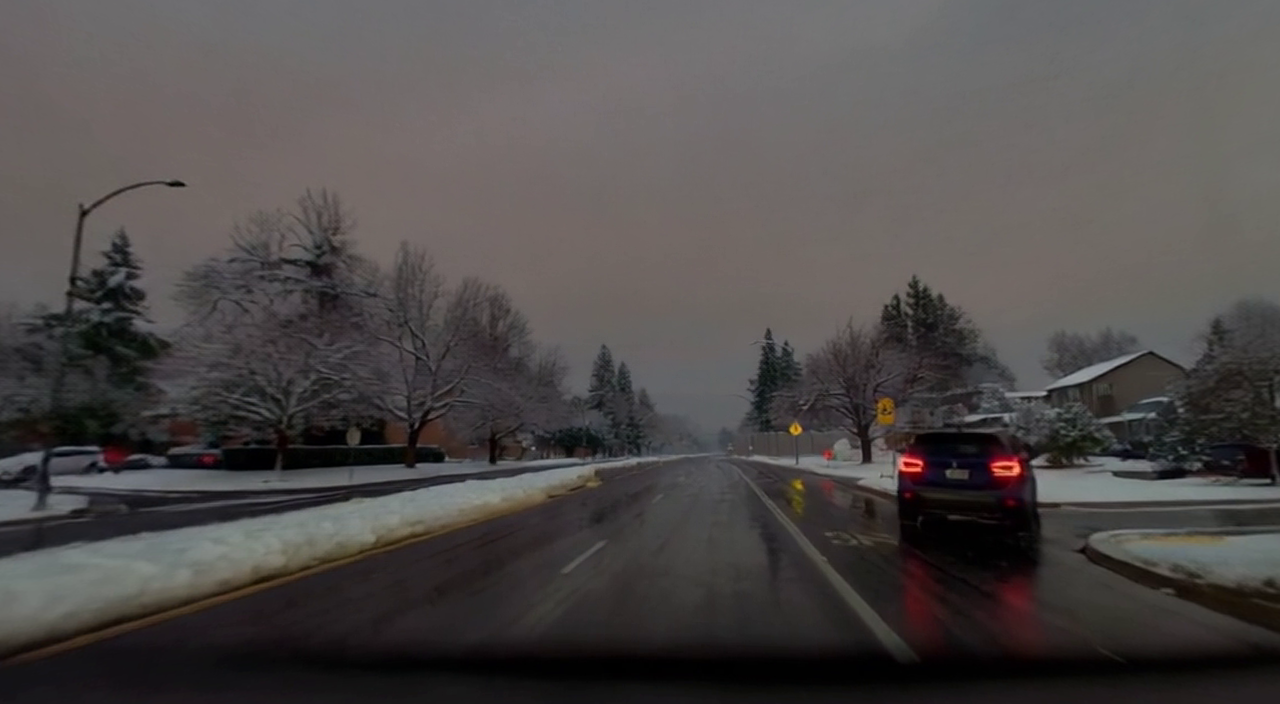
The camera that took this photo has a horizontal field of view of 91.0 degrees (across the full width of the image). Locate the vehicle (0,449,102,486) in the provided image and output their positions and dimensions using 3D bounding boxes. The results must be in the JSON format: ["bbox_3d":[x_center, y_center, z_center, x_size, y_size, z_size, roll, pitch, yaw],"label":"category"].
[{"bbox_3d":[-32.765,6.288,34.760,1.918,1.796,4.703,0,-8,0],"label":"vehicle"}]

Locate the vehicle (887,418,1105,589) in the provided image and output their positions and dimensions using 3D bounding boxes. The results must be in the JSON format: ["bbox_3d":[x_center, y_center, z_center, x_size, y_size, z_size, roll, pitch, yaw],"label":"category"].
[{"bbox_3d":[5.081,1.884,8.942,2.018,1.733,4.546,-5,-9,32],"label":"vehicle"}]
